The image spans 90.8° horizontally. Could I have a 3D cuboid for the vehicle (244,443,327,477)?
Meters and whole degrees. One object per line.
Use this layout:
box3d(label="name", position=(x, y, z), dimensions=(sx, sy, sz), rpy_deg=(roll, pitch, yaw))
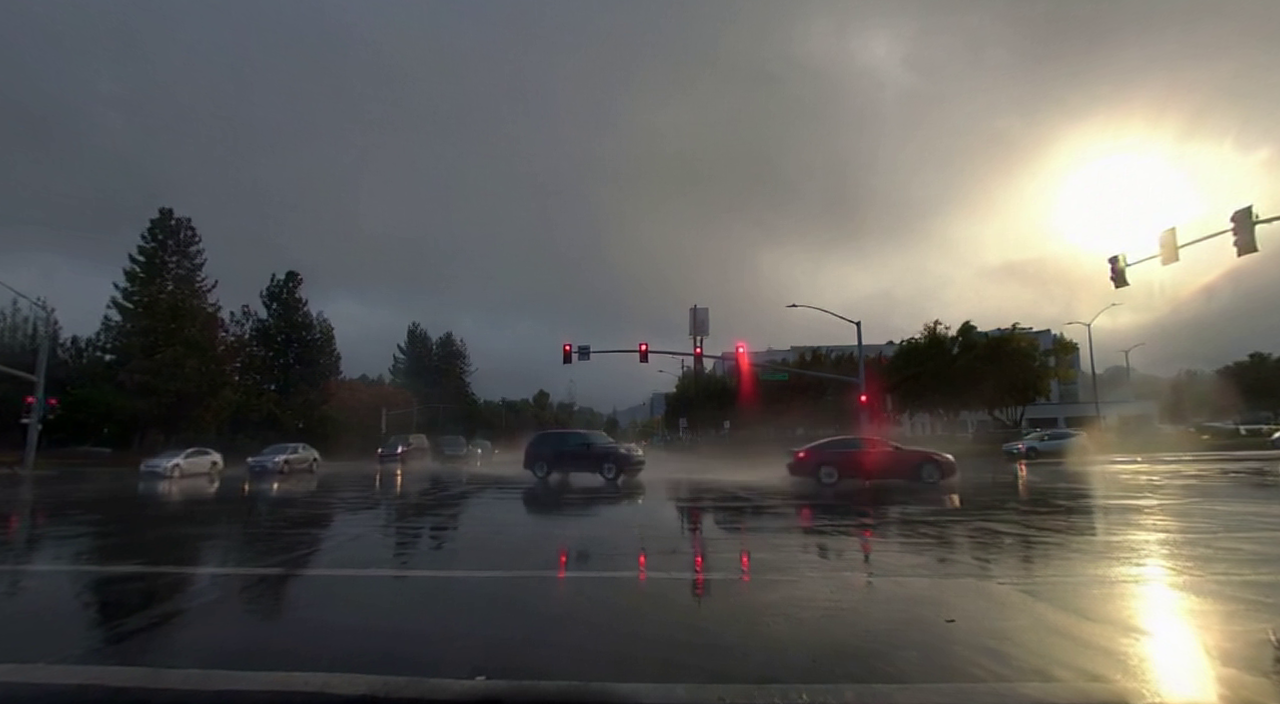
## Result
box3d(label="vehicle", position=(-19.739, 5.986, 35.401), dimensions=(2.088, 1.743, 4.417), rpy_deg=(0, -9, 0))

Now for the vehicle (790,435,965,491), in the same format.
box3d(label="vehicle", position=(6.891, 3.252, 18.741), dimensions=(4.532, 1.467, 2.135), rpy_deg=(-3, -9, 18))

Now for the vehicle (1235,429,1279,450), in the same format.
box3d(label="vehicle", position=(45.687, 6.280, 45.251), dimensions=(1.786, 1.412, 4.330), rpy_deg=(0, -9, 0))

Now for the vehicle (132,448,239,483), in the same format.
box3d(label="vehicle", position=(-23.209, 5.755, 32.515), dimensions=(2.041, 1.642, 4.628), rpy_deg=(0, -9, 0))

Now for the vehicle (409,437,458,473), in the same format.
box3d(label="vehicle", position=(-10.680, 5.272, 32.527), dimensions=(1.982, 1.678, 4.180), rpy_deg=(3, -9, -22))

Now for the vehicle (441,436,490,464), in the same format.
box3d(label="vehicle", position=(-13.090, 7.389, 47.670), dimensions=(2.223, 1.972, 5.310), rpy_deg=(0, -8, 0))

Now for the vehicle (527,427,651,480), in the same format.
box3d(label="vehicle", position=(-2.077, 3.988, 24.869), dimensions=(4.767, 1.877, 2.017), rpy_deg=(-7, -11, 39))

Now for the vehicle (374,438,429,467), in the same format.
box3d(label="vehicle", position=(-16.403, 6.970, 43.758), dimensions=(1.977, 1.878, 4.575), rpy_deg=(0, -9, 0))
